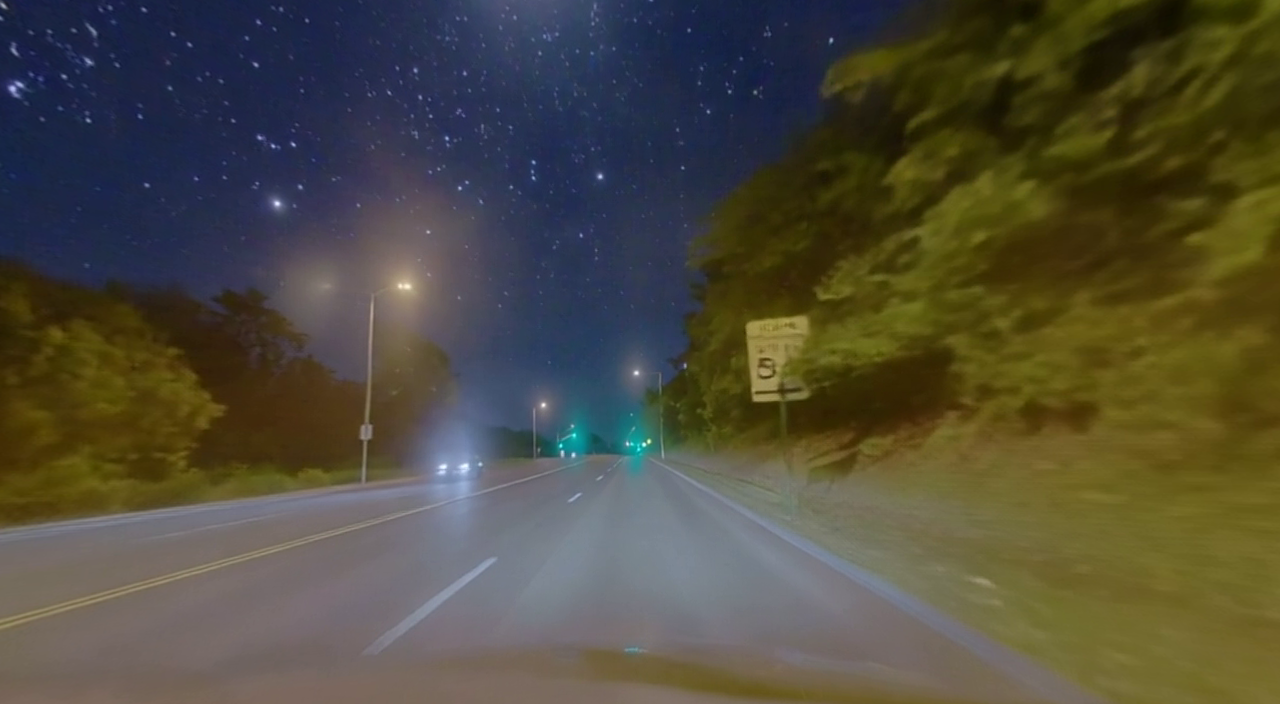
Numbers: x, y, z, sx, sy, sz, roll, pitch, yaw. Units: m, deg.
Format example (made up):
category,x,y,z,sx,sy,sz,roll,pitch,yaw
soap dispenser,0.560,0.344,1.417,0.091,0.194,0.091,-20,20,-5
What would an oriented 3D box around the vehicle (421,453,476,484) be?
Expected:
category,x,y,z,sx,sy,sz,roll,pitch,yaw
vehicle,-10.091,6.160,33.441,1.766,1.473,3.795,-1,-9,-1
